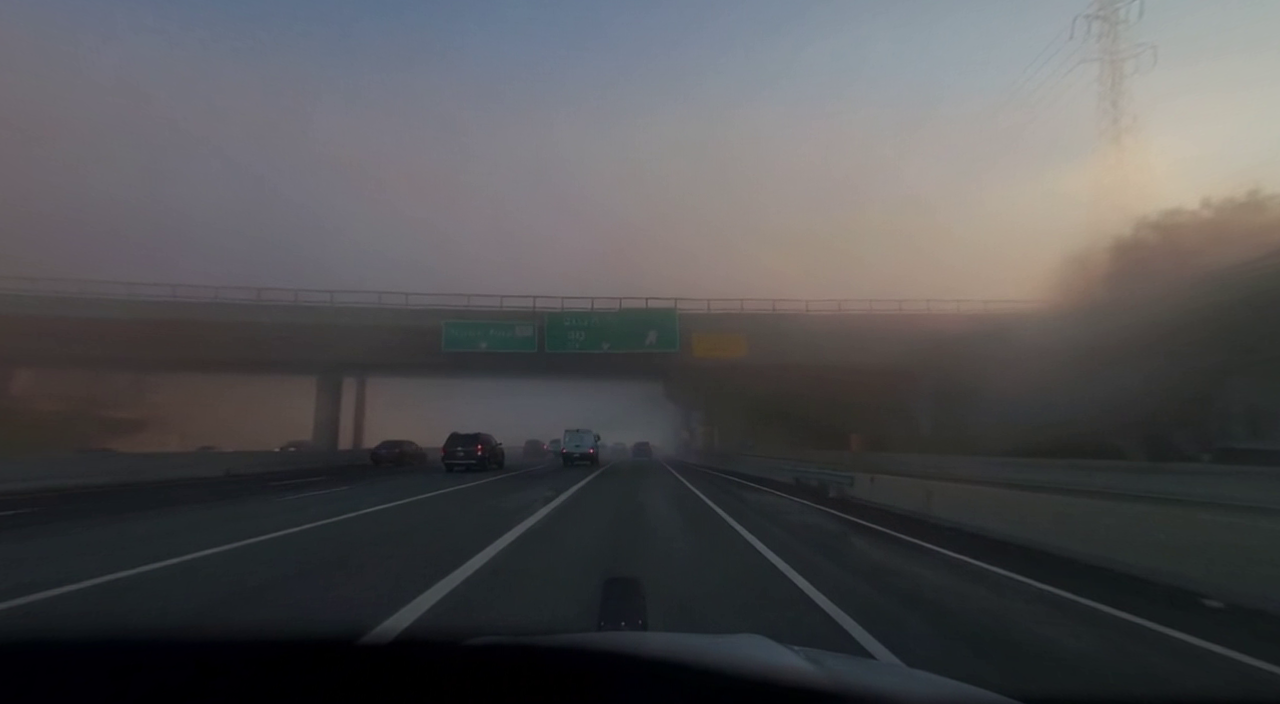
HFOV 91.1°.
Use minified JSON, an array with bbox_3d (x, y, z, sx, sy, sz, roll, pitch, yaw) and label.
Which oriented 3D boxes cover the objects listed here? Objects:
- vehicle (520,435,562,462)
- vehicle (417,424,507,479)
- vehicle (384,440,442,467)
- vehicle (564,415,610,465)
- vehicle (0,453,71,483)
[{"bbox_3d":[-6.840,6.740,43.828,2.109,1.784,4.709,0,-8,1],"label":"vehicle"},{"bbox_3d":[-6.951,3.960,25.164,2.179,1.948,4.618,0,-8,1],"label":"vehicle"},{"bbox_3d":[-13.531,6.062,37.741,1.899,1.485,4.368,0,-8,0],"label":"vehicle"},{"bbox_3d":[-3.221,5.575,39.681,2.301,2.843,6.458,0,-8,0],"label":"vehicle"},{"bbox_3d":[-32.555,6.083,33.097,1.689,1.383,3.611,0,-8,0],"label":"vehicle"}]
